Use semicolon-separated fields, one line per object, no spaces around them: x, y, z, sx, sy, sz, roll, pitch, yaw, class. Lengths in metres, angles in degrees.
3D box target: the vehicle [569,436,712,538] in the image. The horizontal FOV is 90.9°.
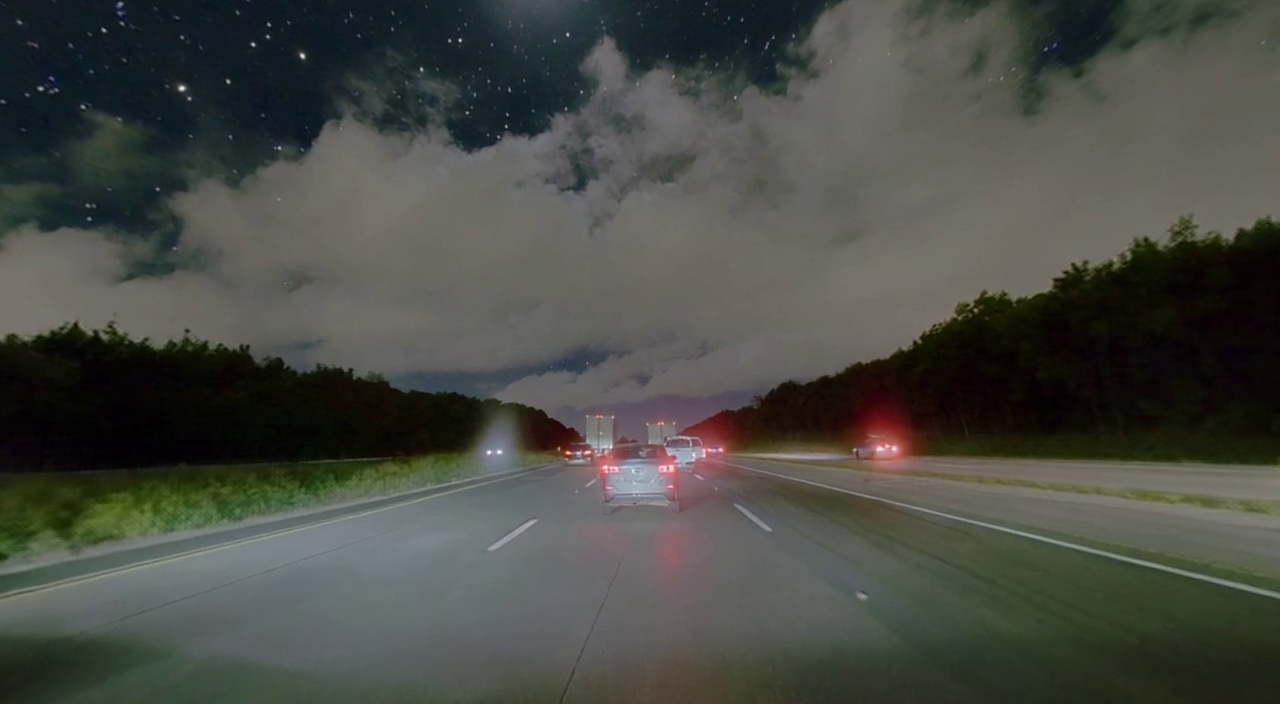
-0.019;2.257;11.103;2.057;1.449;3.931;0;-9;-1;vehicle
